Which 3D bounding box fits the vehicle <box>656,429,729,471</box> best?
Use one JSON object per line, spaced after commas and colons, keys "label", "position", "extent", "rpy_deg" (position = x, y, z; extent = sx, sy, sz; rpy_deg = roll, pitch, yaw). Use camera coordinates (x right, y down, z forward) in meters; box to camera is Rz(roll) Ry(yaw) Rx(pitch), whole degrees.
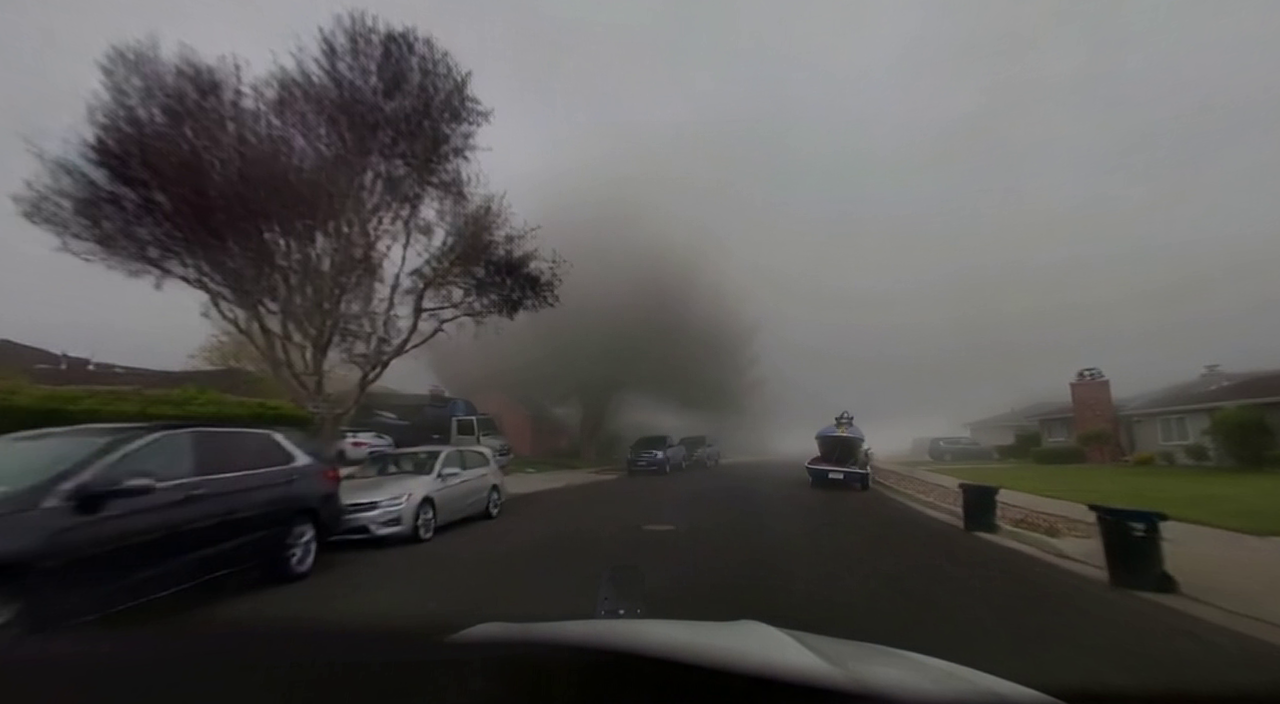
{"label": "vehicle", "position": [3.312, 5.921, 38.160], "extent": [2.632, 2.249, 6.179], "rpy_deg": [-4, -9, 22]}

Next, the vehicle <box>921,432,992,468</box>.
{"label": "vehicle", "position": [19.330, 5.988, 38.559], "extent": [3.470, 2.123, 1.584], "rpy_deg": [0, -7, 5]}

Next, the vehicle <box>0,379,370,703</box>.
{"label": "vehicle", "position": [-4.478, 1.196, 4.793], "extent": [2.274, 1.784, 5.090], "rpy_deg": [0, -7, 4]}

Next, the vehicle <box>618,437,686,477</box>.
{"label": "vehicle", "position": [0.673, 4.983, 30.121], "extent": [2.052, 1.745, 4.737], "rpy_deg": [-3, -9, 16]}

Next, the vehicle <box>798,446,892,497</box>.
{"label": "vehicle", "position": [7.417, 4.261, 23.202], "extent": [2.804, 1.336, 6.700], "rpy_deg": [-2, -7, 16]}
